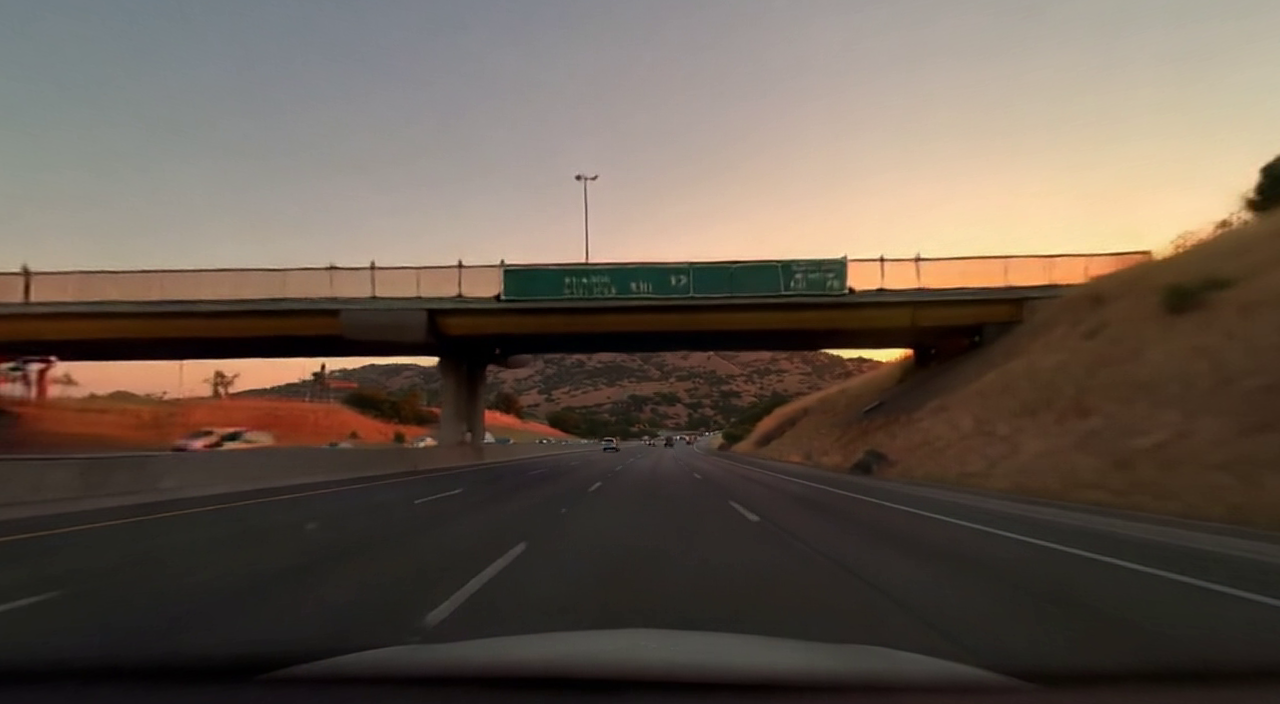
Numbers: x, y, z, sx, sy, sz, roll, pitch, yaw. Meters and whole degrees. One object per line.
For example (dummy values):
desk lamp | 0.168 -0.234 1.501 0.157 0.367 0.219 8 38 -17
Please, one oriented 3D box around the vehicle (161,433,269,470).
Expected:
vehicle | -24.140 5.699 36.187 2.214 1.904 5.607 -1 -9 1
